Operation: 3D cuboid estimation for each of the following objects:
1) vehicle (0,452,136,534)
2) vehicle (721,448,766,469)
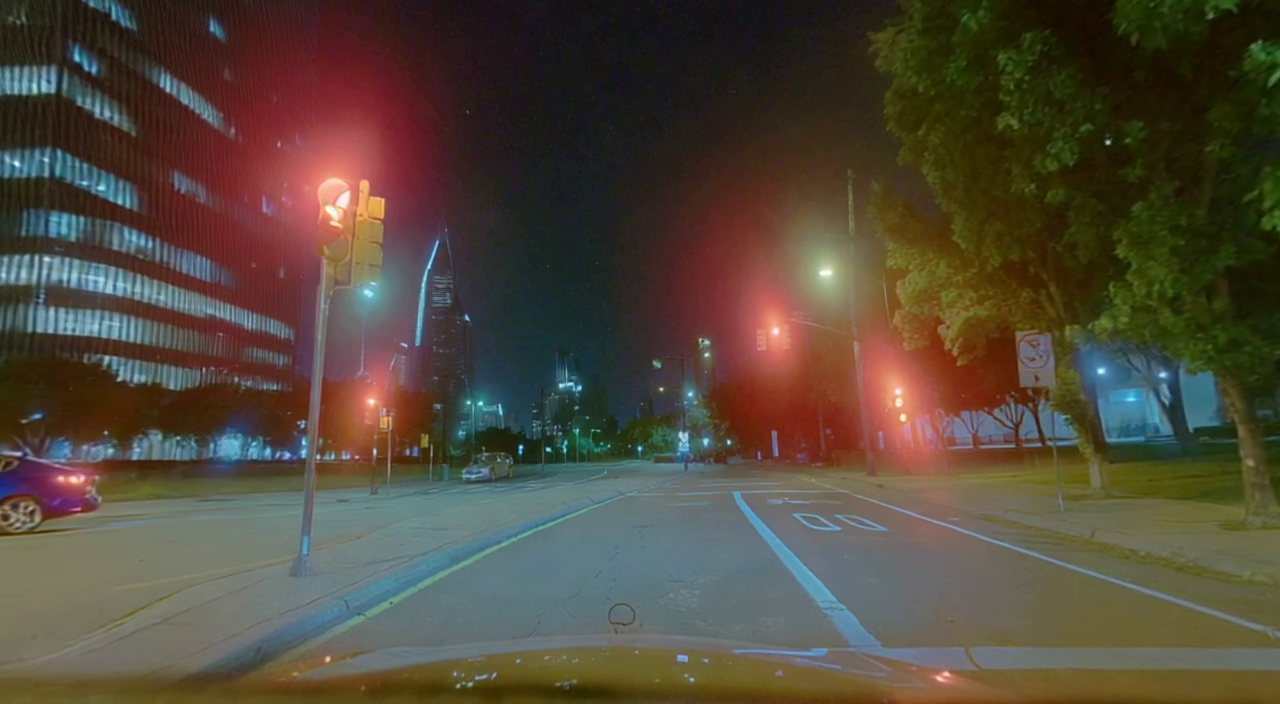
[{"bbox_3d":[-12.855,2.713,12.266,4.598,1.490,1.816,7,-11,-40],"label":"vehicle"},{"bbox_3d":[7.866,8.123,48.408,1.829,1.440,4.384,2,-9,-14],"label":"vehicle"}]
